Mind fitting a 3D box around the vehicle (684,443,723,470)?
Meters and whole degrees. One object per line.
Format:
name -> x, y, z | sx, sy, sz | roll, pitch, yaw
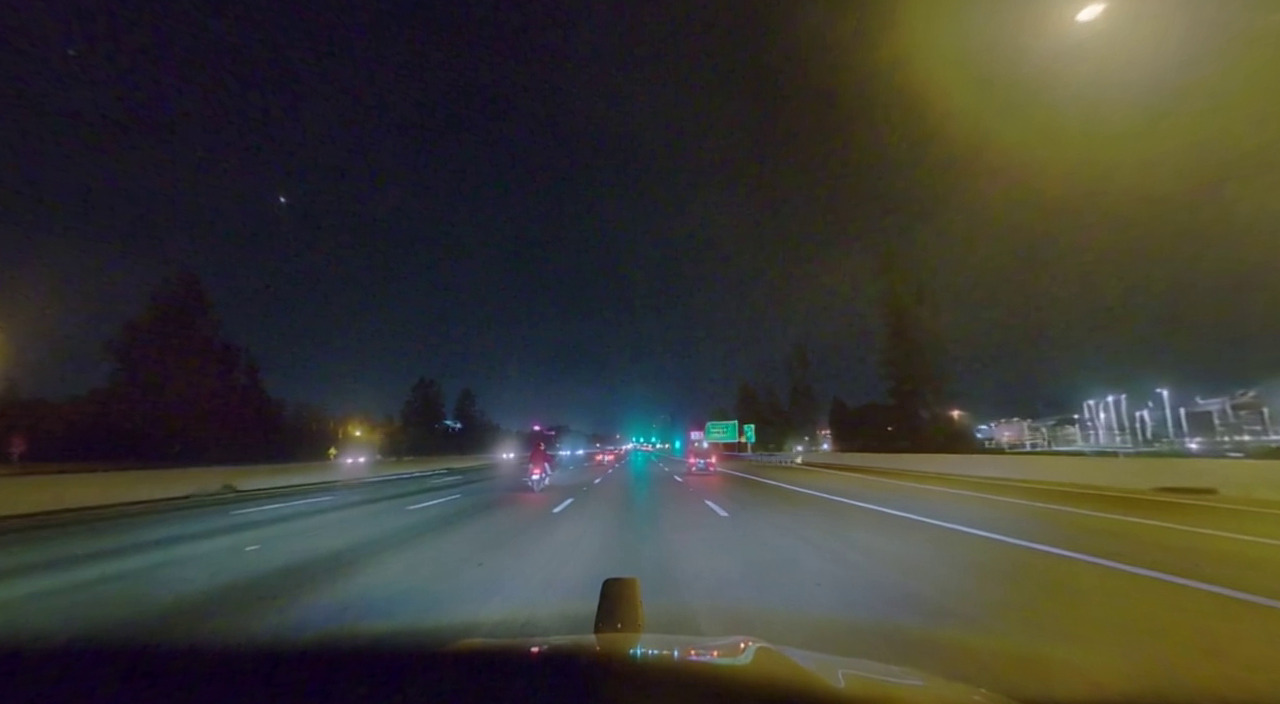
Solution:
vehicle -> 4.111, 6.861, 41.468 | 2.047, 1.662, 4.243 | 0, -9, 0
